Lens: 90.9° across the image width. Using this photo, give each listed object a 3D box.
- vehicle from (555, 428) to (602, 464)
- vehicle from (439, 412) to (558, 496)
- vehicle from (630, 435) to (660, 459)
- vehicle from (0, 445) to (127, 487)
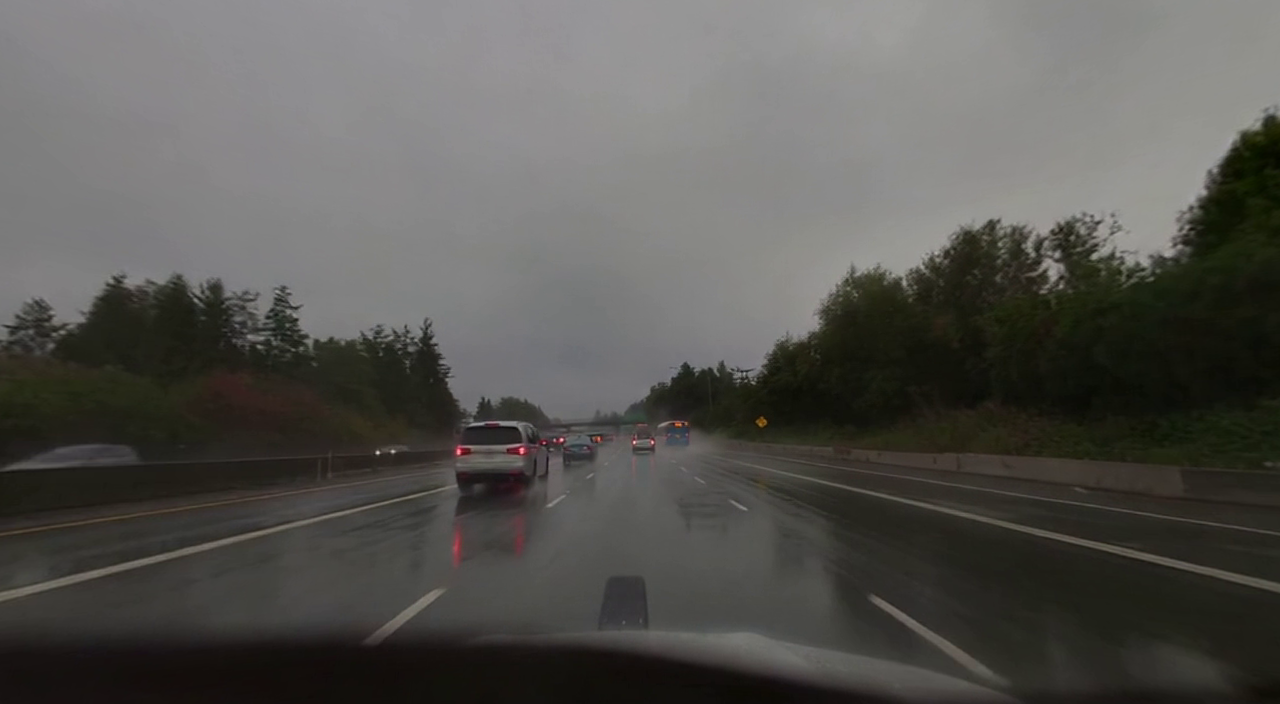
[{"bbox_3d":[-3.371,5.267,35.326,2.155,1.843,4.567,0,-8,0],"label":"vehicle"},{"bbox_3d":[-3.536,2.669,16.704,2.016,1.898,4.458,0,-8,1],"label":"vehicle"},{"bbox_3d":[0.329,6.659,44.259,2.042,1.632,3.654,0,-8,0],"label":"vehicle"},{"bbox_3d":[-23.122,4.431,24.862,1.806,1.464,4.678,0,-8,0],"label":"vehicle"}]
